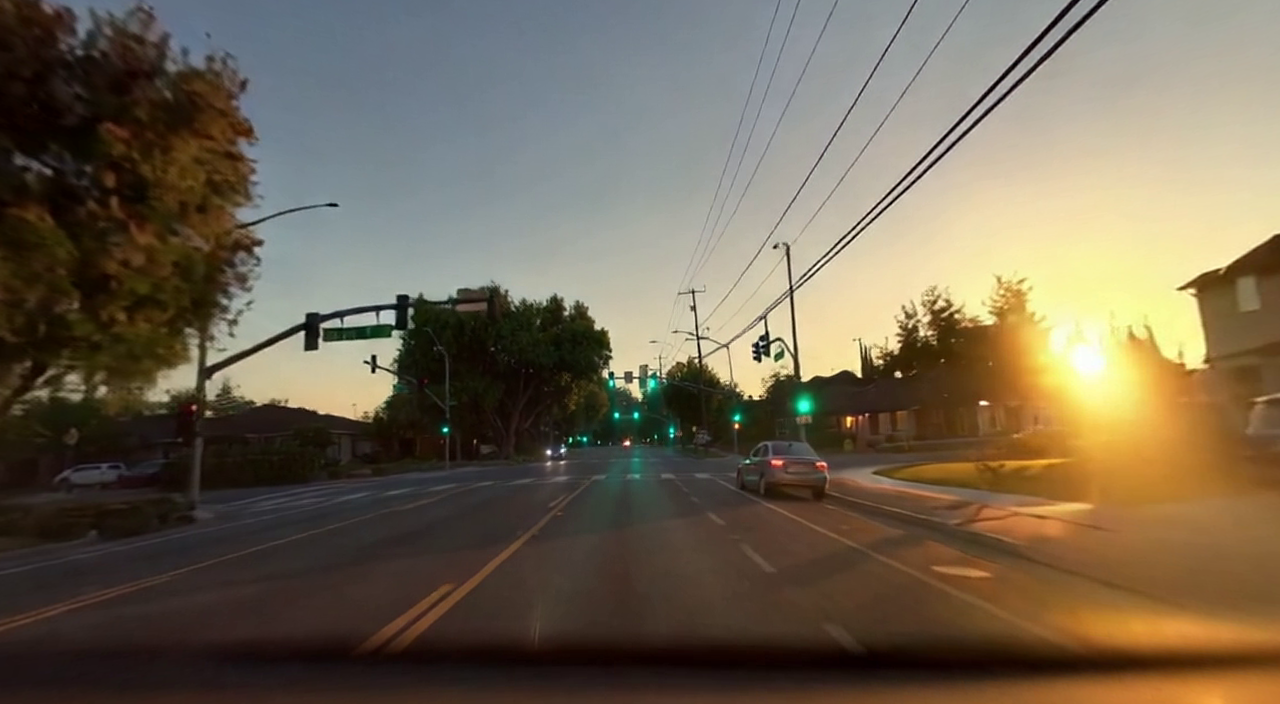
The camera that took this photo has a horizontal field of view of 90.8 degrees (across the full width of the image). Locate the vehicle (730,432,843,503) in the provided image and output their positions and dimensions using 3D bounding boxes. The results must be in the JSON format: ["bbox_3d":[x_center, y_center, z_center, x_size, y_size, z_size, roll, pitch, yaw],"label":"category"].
[{"bbox_3d":[3.778,3.039,17.123,1.900,1.661,4.346,0,-8,-2],"label":"vehicle"}]

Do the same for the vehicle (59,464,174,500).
[{"bbox_3d":[-29.772,7.378,36.064,4.830,1.521,1.948,-5,-9,-2],"label":"vehicle"}]
